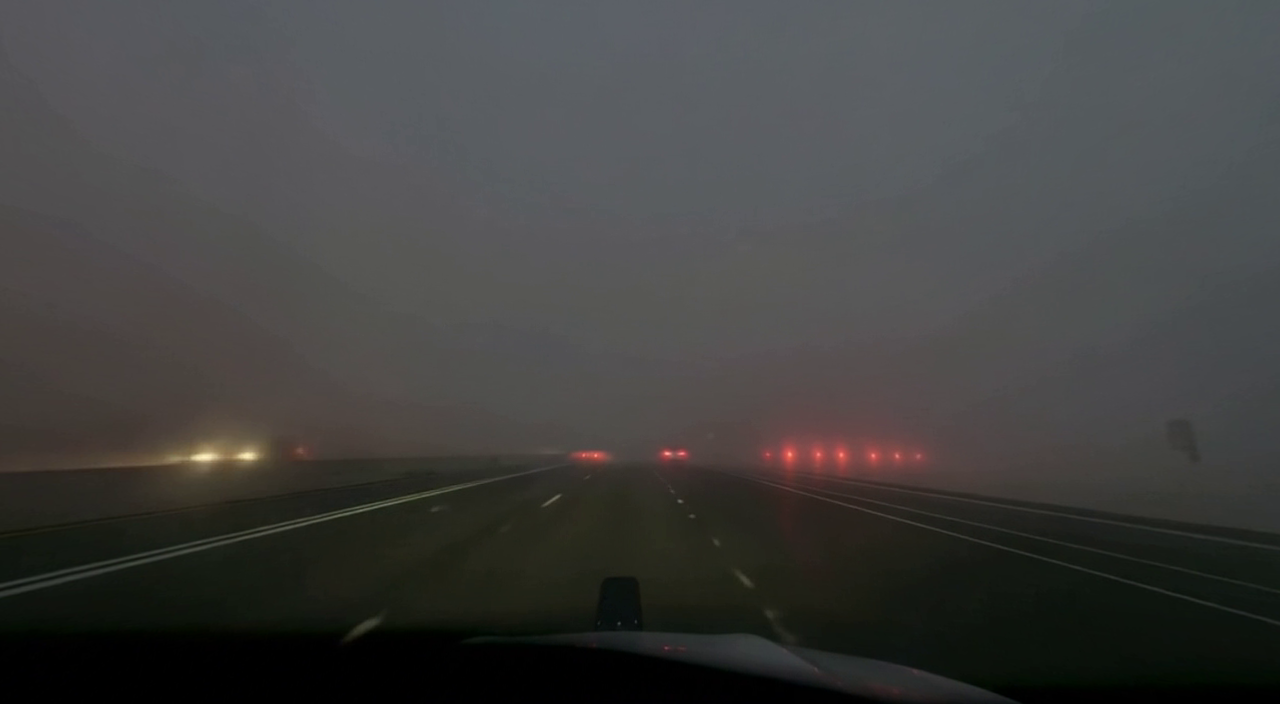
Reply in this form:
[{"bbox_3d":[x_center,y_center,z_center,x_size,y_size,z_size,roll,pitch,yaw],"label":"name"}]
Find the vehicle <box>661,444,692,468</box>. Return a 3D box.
[{"bbox_3d":[2.464,7.187,43.377,1.895,1.555,4.030,0,-9,0],"label":"vehicle"}]
